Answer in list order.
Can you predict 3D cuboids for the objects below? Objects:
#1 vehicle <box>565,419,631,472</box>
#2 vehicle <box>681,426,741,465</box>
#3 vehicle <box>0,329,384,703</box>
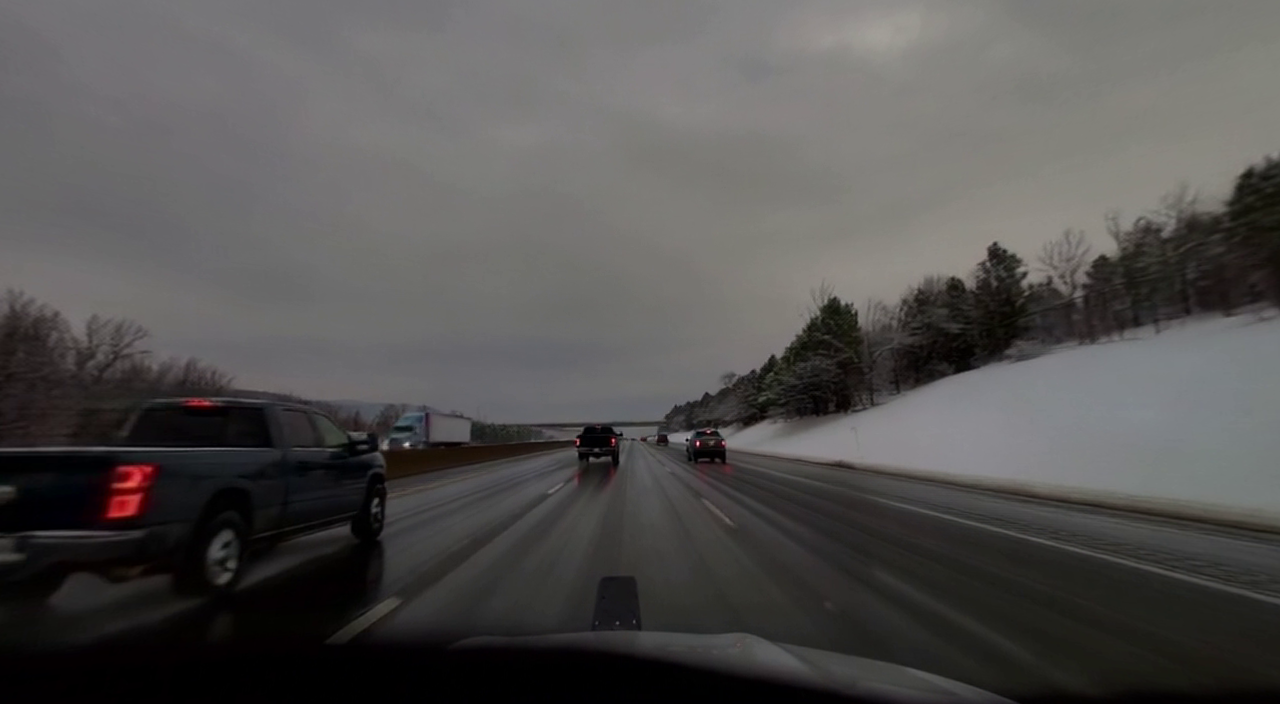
[{"bbox_3d":[-1.443,3.465,23.548,2.185,1.772,4.656,0,-8,0],"label":"vehicle"},{"bbox_3d":[3.220,4.341,29.400,2.124,1.696,4.173,0,-8,-2],"label":"vehicle"},{"bbox_3d":[-3.870,1.007,4.790,1.997,1.663,4.451,0,-8,-1],"label":"vehicle"}]
